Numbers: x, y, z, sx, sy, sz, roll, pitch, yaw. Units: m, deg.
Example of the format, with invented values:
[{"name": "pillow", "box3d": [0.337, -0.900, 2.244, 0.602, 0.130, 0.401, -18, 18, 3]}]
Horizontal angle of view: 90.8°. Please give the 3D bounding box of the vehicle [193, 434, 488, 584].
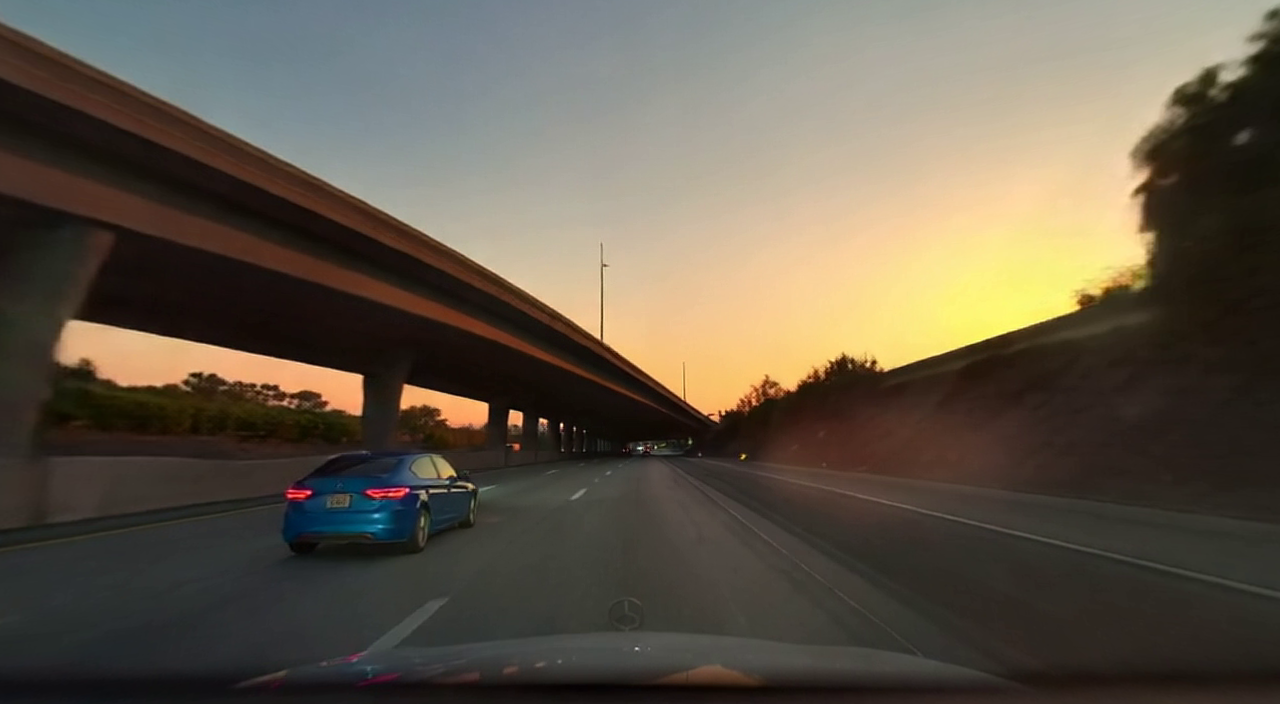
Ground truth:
[{"name": "vehicle", "box3d": [-3.452, 1.860, 8.242, 1.935, 1.479, 3.787, 0, -9, 1]}]
